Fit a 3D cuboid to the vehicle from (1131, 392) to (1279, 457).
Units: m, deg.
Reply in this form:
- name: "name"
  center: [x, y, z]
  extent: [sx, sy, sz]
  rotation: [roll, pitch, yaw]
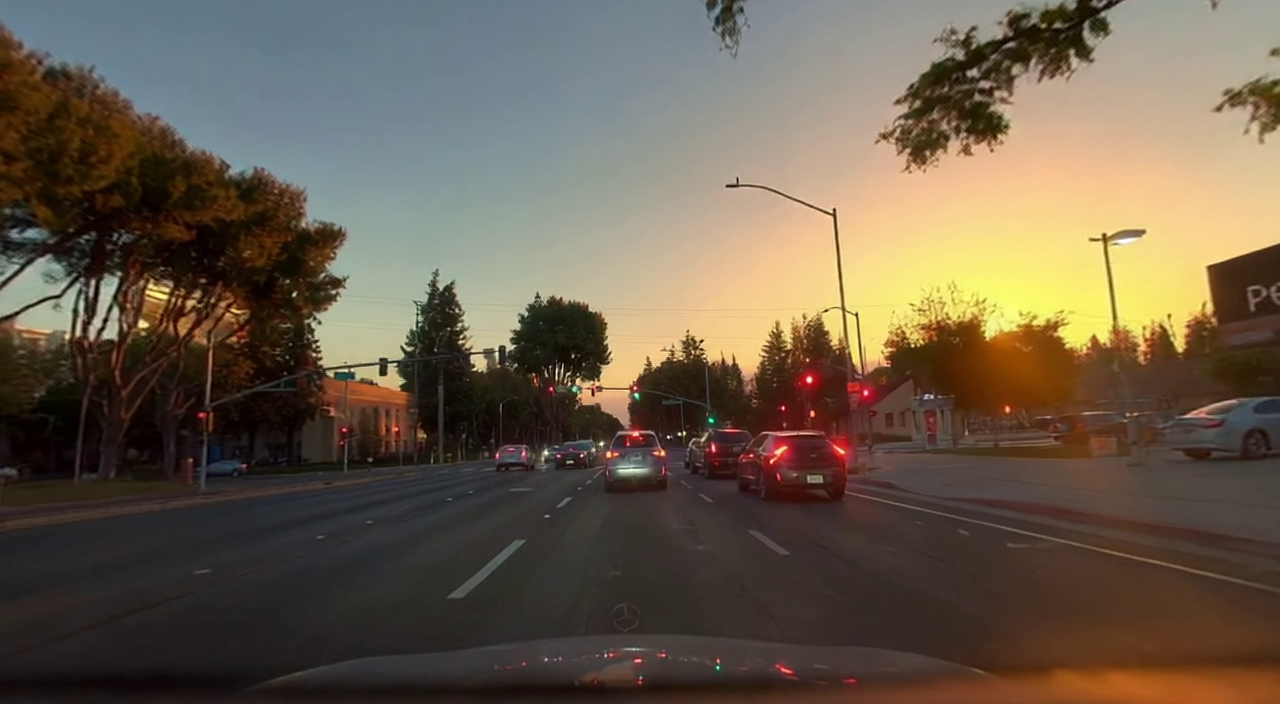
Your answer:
- name: "vehicle"
  center: [15.438, 1.851, 15.956]
  extent: [4.344, 1.512, 1.936]
  rotation: [-1, -9, 3]

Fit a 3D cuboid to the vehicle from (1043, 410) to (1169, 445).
- name: "vehicle"
  center: [23.905, 3.907, 32.541]
  extent: [4.854, 1.712, 2.017]
  rotation: [0, -9, -1]

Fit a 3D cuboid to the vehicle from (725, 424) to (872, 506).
- name: "vehicle"
  center: [3.570, 2.654, 15.256]
  extent: [2.198, 1.660, 4.512]
  rotation: [0, -9, -2]

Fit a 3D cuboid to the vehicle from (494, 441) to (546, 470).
- name: "vehicle"
  center: [-6.585, 5.692, 35.028]
  extent: [1.954, 1.473, 4.350]
  rotation: [0, -9, 1]

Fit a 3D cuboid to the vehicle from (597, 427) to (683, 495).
- name: "vehicle"
  center: [-0.091, 3.037, 17.951]
  extent: [2.146, 1.685, 4.003]
  rotation: [0, -9, -2]

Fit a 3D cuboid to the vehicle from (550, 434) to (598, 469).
- name: "vehicle"
  center: [-3.514, 5.380, 34.331]
  extent: [2.106, 1.778, 4.444]
  rotation: [0, -9, 0]
